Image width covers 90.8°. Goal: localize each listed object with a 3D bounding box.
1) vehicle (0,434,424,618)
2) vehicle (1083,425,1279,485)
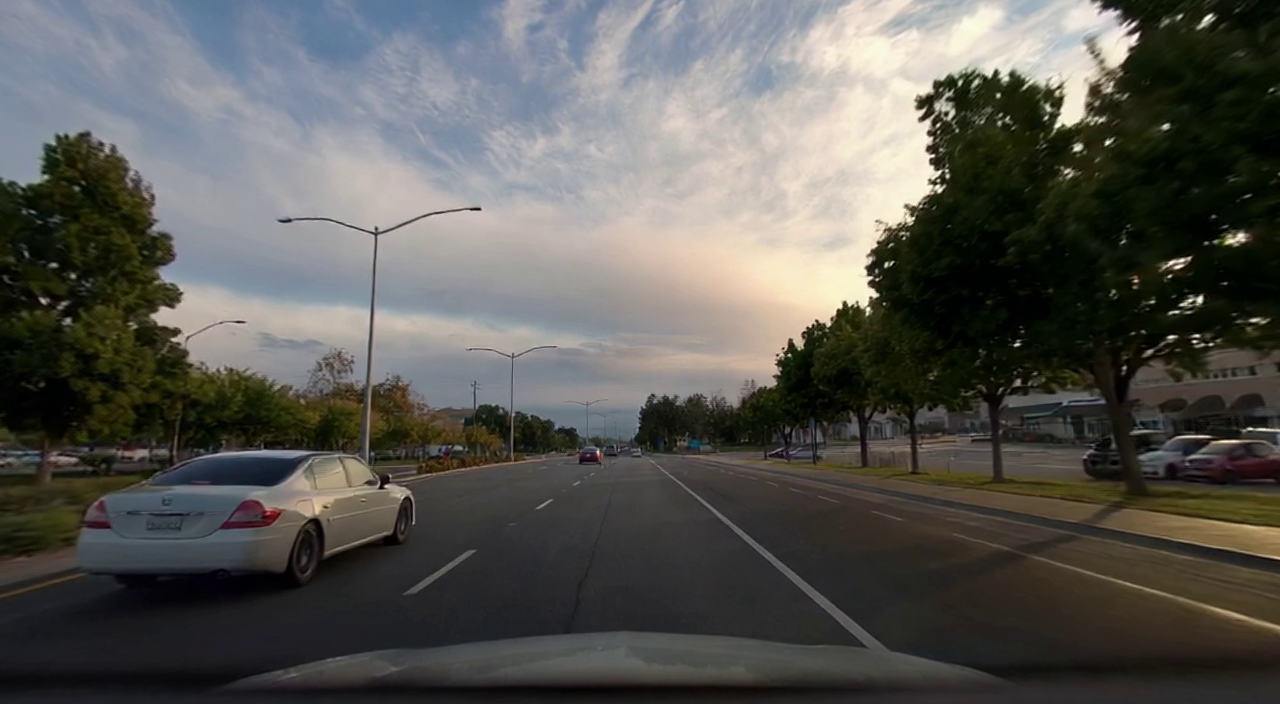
[{"bbox_3d":[-4.284,1.738,7.377,2.003,1.454,4.484,0,-9,-1],"label":"vehicle"},{"bbox_3d":[16.461,3.094,19.051,4.503,1.668,2.185,0,-9,-1],"label":"vehicle"}]
